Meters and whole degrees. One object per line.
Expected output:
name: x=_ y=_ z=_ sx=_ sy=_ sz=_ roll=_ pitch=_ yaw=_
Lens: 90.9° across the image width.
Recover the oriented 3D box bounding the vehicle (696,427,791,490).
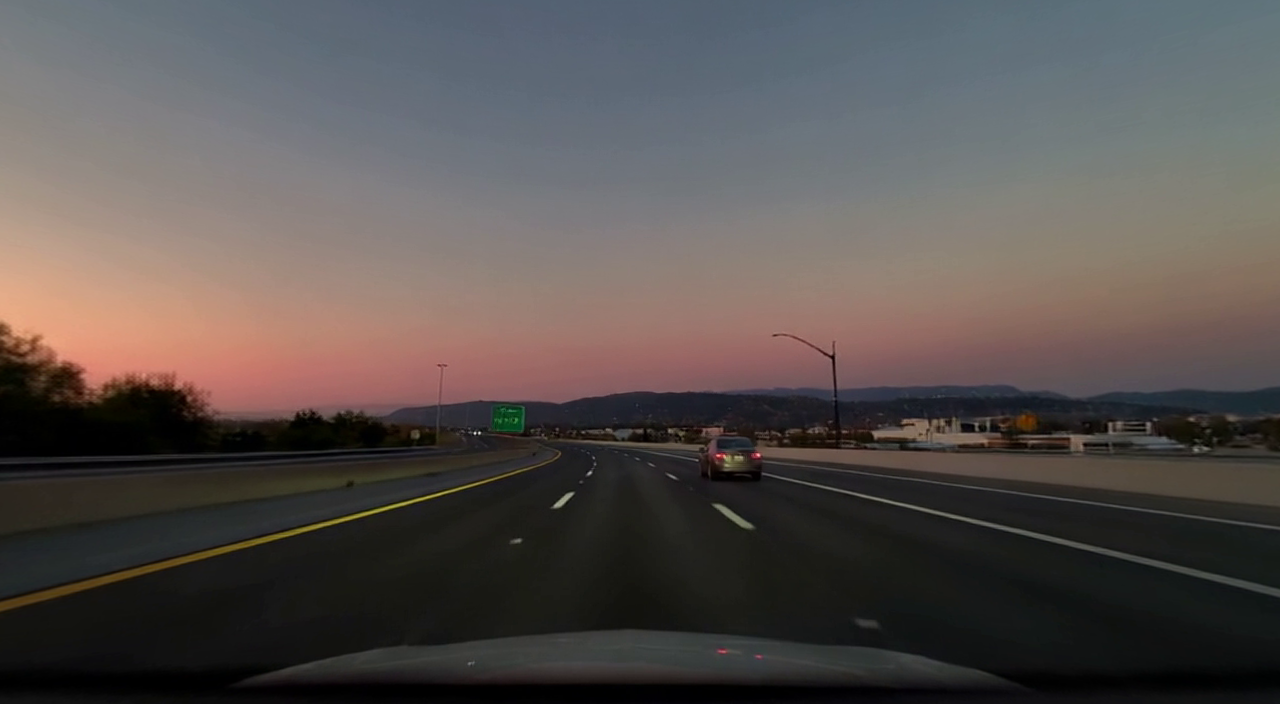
vehicle: x=3.012 y=3.229 z=19.410 sx=2.059 sy=1.715 sz=4.192 roll=0 pitch=-8 yaw=-2
